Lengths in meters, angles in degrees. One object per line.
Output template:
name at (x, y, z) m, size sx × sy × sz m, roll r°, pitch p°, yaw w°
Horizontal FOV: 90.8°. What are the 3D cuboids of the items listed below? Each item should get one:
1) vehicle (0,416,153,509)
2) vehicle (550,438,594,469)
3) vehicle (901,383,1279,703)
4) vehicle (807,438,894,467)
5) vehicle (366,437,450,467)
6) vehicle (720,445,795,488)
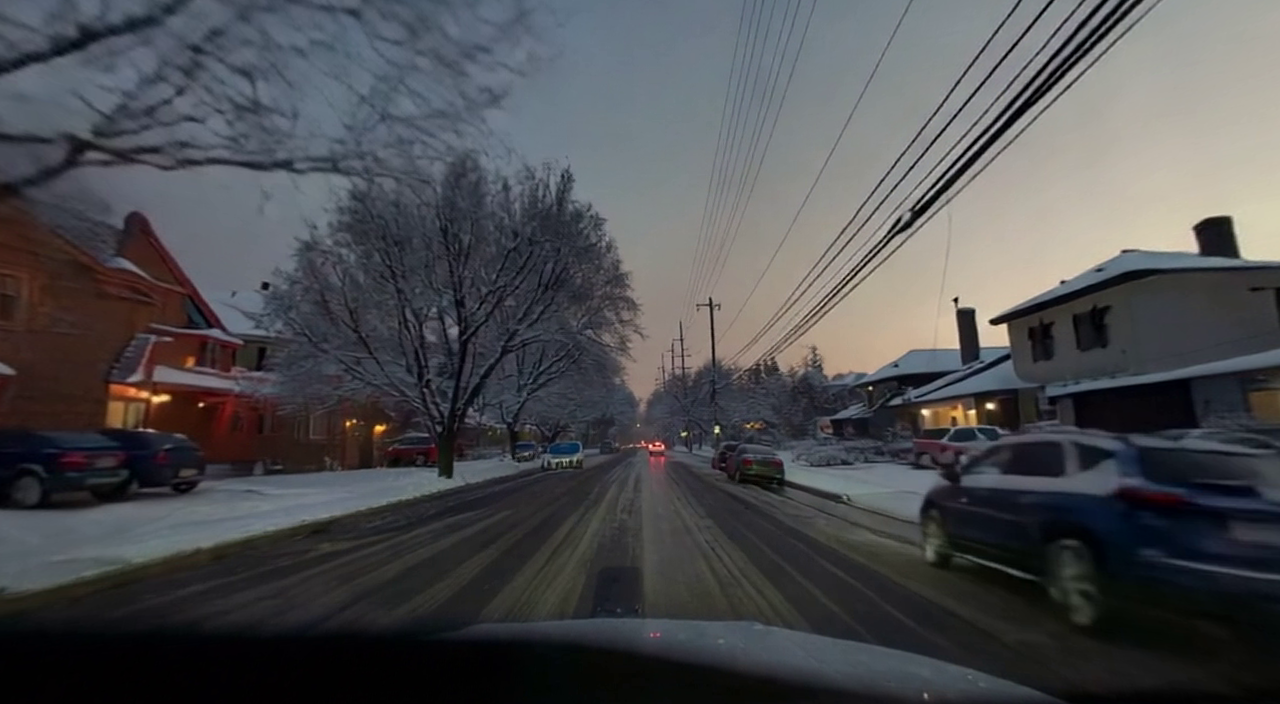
vehicle at (-12.277, 1.973, 11.669) m, size 4.792 × 1.521 × 2.077 m, roll 1°, pitch -9°, yaw 0°
vehicle at (-4.206, 6.361, 40.030) m, size 2.164 × 1.810 × 5.044 m, roll 1°, pitch -8°, yaw 1°
vehicle at (4.232, 1.377, 5.444) m, size 2.066 × 1.753 × 4.877 m, roll 0°, pitch -9°, yaw 3°
vehicle at (12.696, 6.083, 38.288) m, size 4.583 × 1.709 × 1.977 m, roll -1°, pitch -9°, yaw 5°
vehicle at (-13.917, 5.998, 37.837) m, size 4.702 × 1.675 × 1.984 m, roll -4°, pitch -10°, yaw 26°
vehicle at (4.418, 4.367, 24.487) m, size 2.031 × 1.471 × 4.328 m, roll 0°, pitch -9°, yaw 0°
